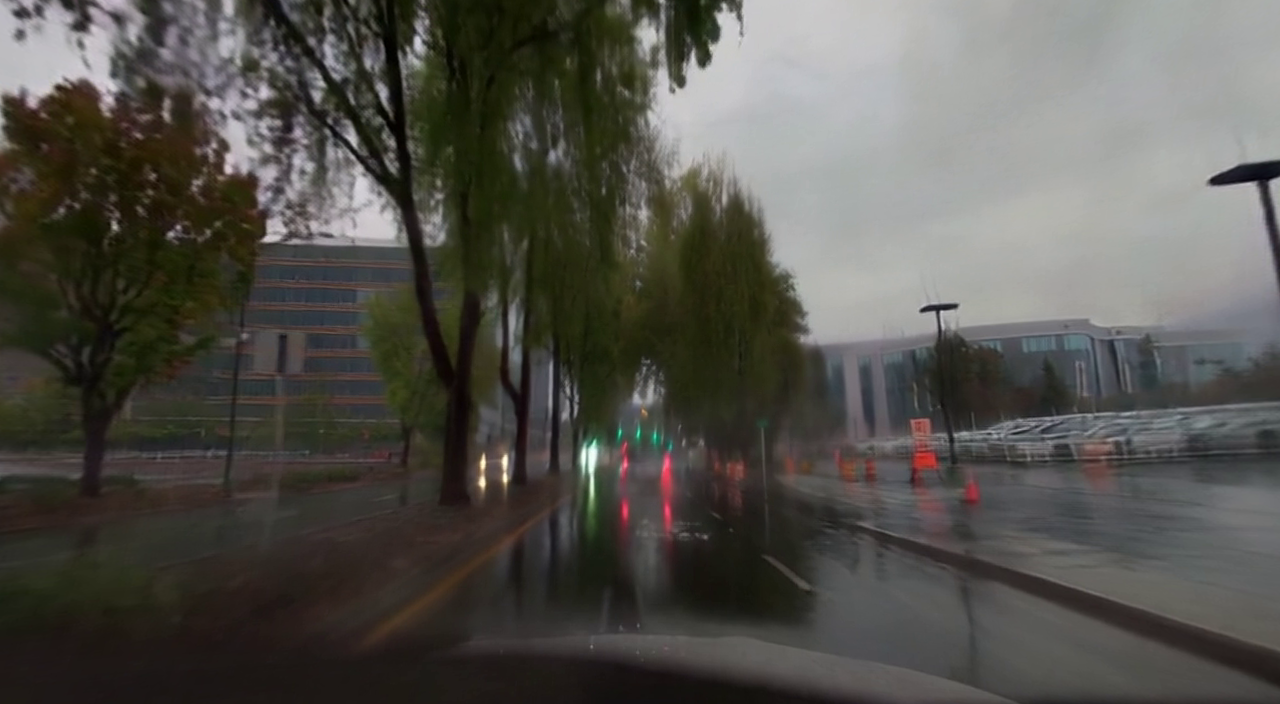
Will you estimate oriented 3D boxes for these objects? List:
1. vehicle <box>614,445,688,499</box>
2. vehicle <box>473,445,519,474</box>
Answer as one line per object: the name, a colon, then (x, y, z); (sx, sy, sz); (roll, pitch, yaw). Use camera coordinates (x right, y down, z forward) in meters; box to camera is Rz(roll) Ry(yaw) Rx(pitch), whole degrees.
vehicle: (0.342, 3.767, 20.274); (2.114, 1.493, 4.430); (0, -9, 1)
vehicle: (-11.228, 8.395, 49.599); (2.349, 2.106, 5.464); (0, -9, 0)
